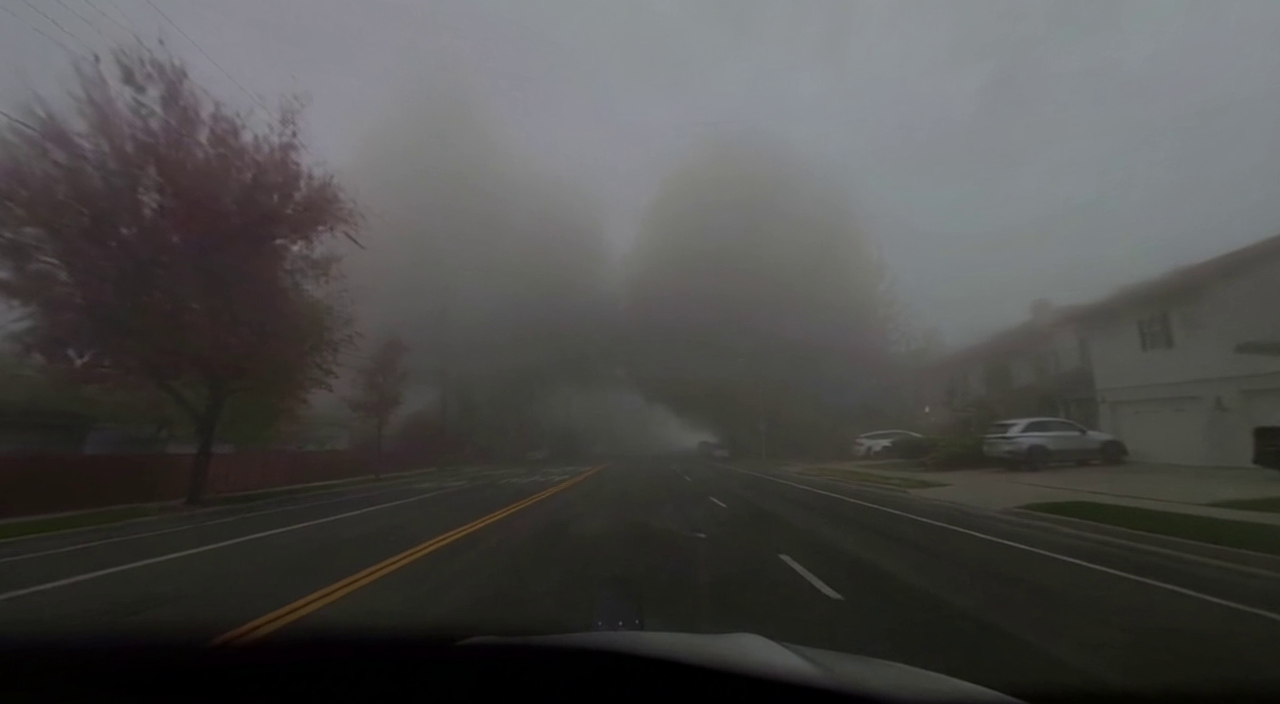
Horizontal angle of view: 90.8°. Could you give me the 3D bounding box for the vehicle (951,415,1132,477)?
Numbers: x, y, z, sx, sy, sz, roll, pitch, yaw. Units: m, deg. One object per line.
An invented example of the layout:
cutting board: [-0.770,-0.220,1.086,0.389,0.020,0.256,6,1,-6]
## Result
vehicle: [13.569,3.206,21.656,4.711,1.979,2.019,-1,-8,4]
